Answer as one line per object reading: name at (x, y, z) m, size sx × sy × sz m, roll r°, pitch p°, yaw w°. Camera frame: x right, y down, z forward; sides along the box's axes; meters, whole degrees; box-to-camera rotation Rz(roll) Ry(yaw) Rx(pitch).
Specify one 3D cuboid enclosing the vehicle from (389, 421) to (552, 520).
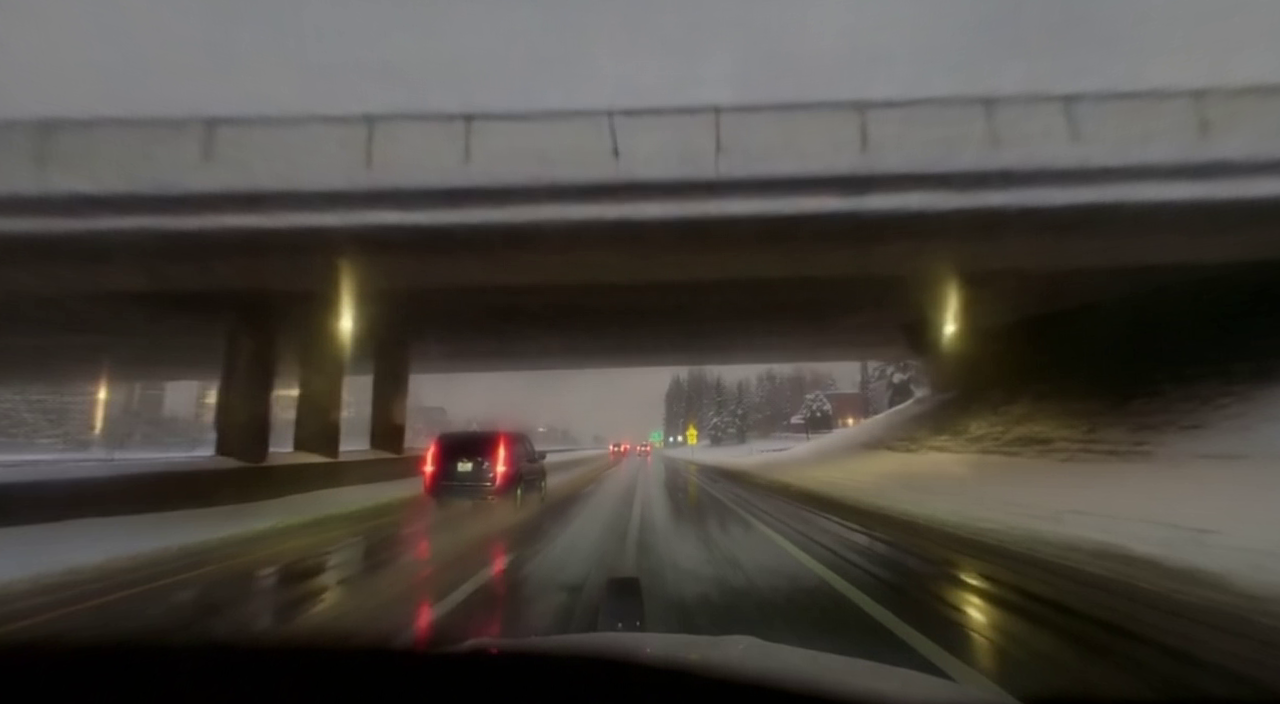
vehicle at (-3.368, 2.475, 13.652) m, size 2.203 × 1.734 × 4.600 m, roll 0°, pitch -9°, yaw 1°
